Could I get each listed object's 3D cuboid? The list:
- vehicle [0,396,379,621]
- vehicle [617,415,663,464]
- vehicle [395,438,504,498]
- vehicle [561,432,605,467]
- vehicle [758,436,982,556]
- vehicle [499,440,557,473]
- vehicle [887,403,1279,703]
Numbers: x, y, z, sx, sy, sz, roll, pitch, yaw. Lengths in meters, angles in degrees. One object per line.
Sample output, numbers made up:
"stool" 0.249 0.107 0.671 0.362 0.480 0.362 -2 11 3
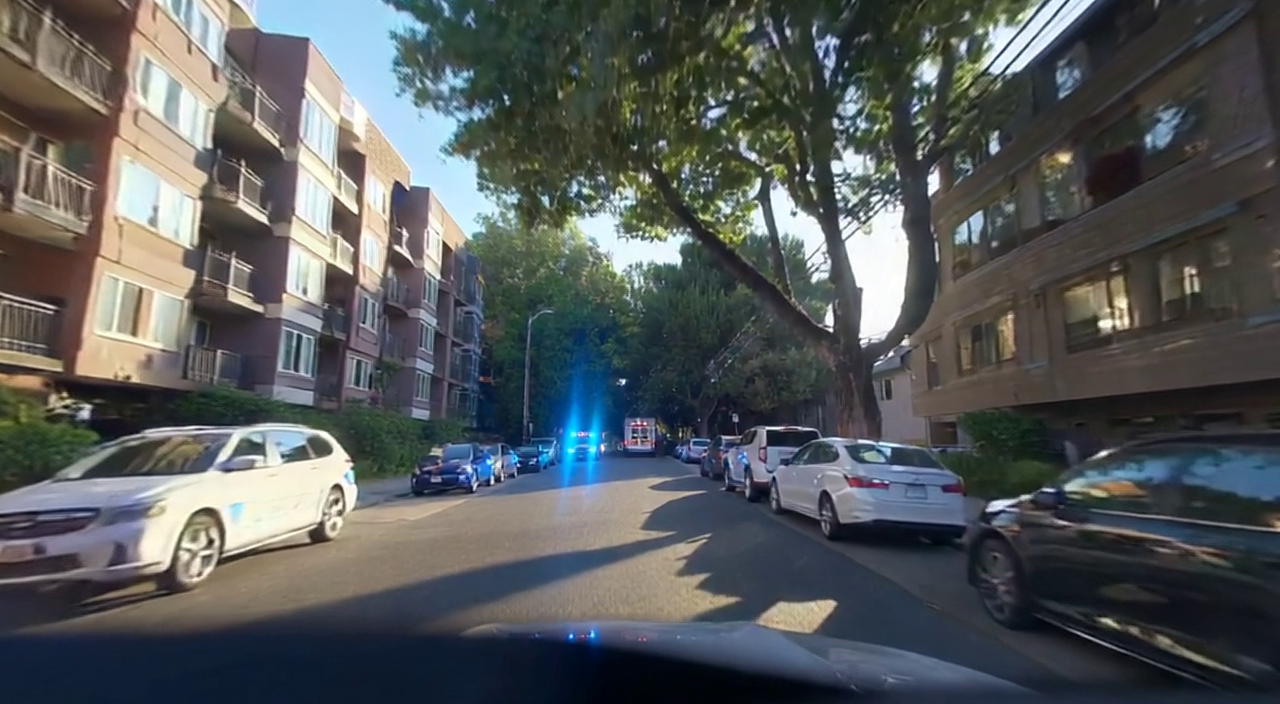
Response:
"vehicle" -5.344 1.617 7.720 2.131 1.821 4.976 0 -8 1
"vehicle" -0.123 6.028 43.442 2.754 3.008 7.730 1 -8 -3
"vehicle" -5.483 3.361 18.806 1.921 1.482 4.280 -2 -8 0
"vehicle" -3.080 5.399 35.056 2.029 1.802 4.229 0 -8 1
"vehicle" 3.293 2.113 10.143 1.913 1.434 4.408 2 -8 -1
"vehicle" -5.394 5.083 30.998 2.047 1.471 4.647 0 -8 0
"vehicle" 3.425 1.109 3.409 2.102 1.515 4.990 0 -8 -1
